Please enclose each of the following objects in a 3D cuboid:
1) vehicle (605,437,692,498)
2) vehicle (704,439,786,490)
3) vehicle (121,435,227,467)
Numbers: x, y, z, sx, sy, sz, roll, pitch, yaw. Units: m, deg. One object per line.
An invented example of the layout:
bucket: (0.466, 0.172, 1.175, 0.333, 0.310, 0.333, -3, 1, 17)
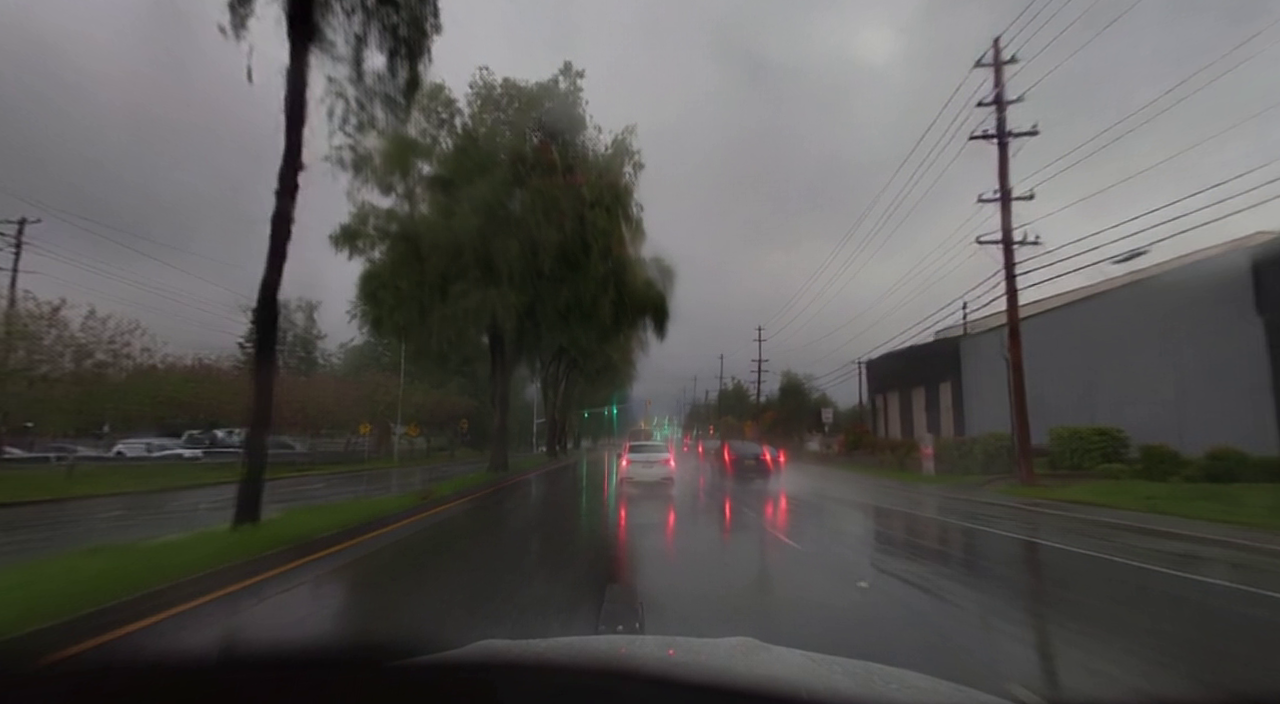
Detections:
vehicle: (0.166, 3.147, 17.573, 2.144, 1.473, 4.028, 1, -8, -2)
vehicle: (3.317, 3.647, 20.751, 1.985, 1.489, 4.036, 0, -8, -1)
vehicle: (-28.685, 6.126, 38.966, 4.687, 1.894, 2.149, 3, -9, -17)
